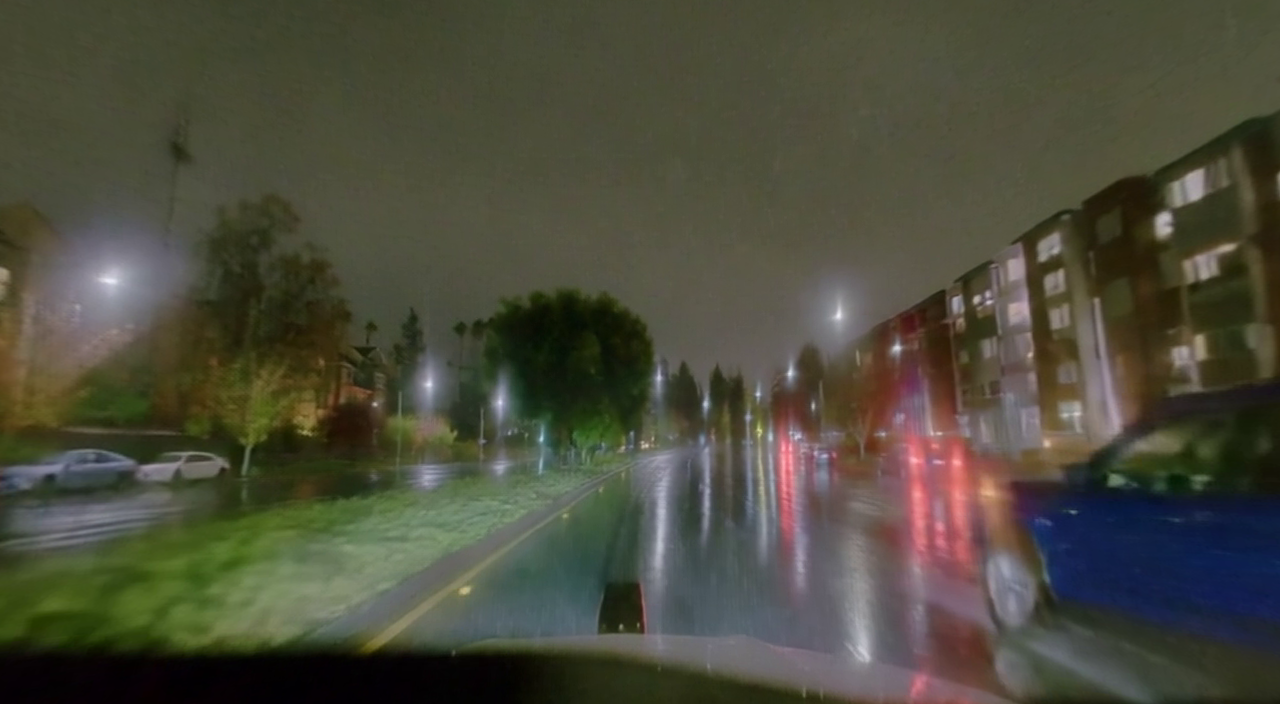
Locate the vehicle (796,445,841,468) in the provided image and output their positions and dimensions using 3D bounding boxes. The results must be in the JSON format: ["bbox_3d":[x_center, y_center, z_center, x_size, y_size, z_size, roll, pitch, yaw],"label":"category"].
[{"bbox_3d":[12.069,7.107,43.021,1.893,1.469,4.615,0,-9,2],"label":"vehicle"}]

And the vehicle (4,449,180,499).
[{"bbox_3d":[-18.775,4.156,22.027,1.823,1.455,4.680,-3,-9,3],"label":"vehicle"}]

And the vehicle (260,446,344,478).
[{"bbox_3d":[-18.086,5.944,34.063,1.908,1.500,4.470,-3,-10,3],"label":"vehicle"}]

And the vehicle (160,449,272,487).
[{"bbox_3d":[-18.594,5.073,28.014,1.829,1.452,4.562,-2,-9,0],"label":"vehicle"}]

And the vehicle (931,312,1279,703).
[{"bbox_3d":[3.567,0.830,2.886,2.215,1.812,4.569,0,-9,-1],"label":"vehicle"}]
